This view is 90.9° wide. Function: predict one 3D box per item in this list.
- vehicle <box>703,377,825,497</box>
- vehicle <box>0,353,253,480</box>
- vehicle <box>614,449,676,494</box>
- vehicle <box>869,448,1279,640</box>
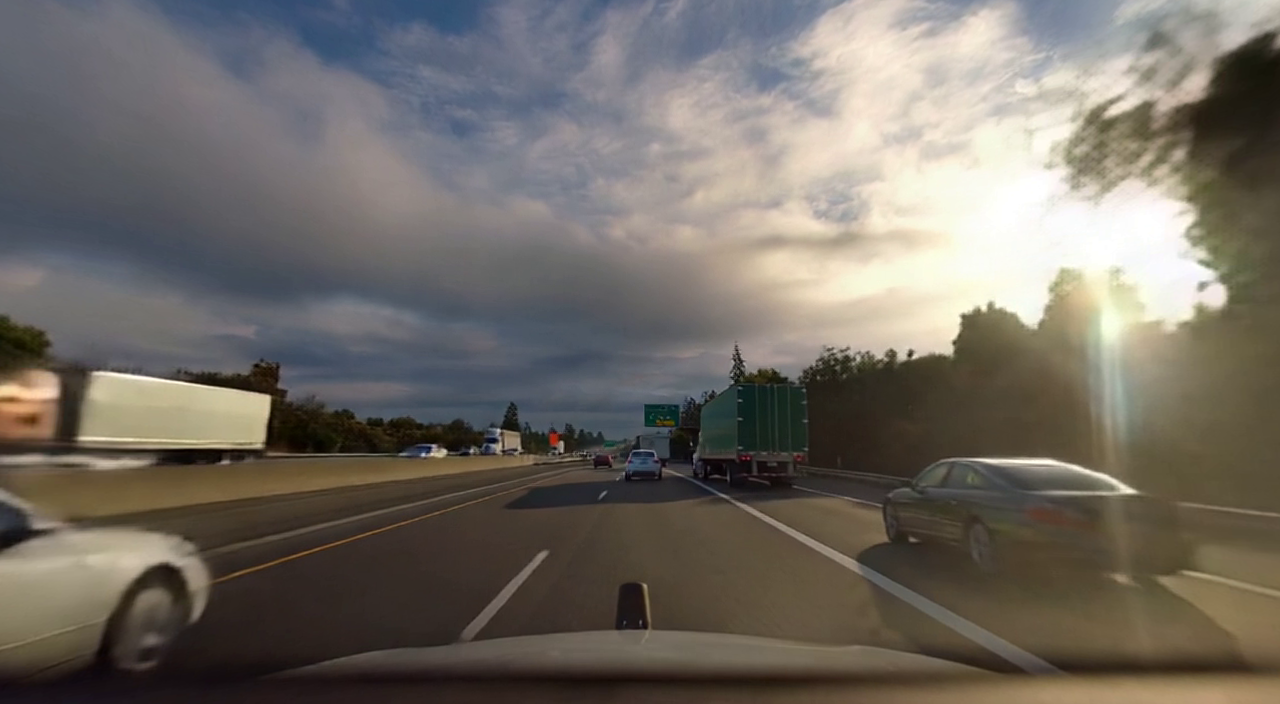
[{"bbox_3d":[4.863,3.943,28.237,2.877,4.035,13.897,0,-9,1],"label":"vehicle"},{"bbox_3d":[-19.759,2.738,23.791,2.806,3.616,11.656,0,-9,0],"label":"vehicle"},{"bbox_3d":[0.162,4.404,23.622,2.089,1.516,4.191,0,-9,0],"label":"vehicle"},{"bbox_3d":[4.340,1.760,6.881,2.037,1.377,4.407,0,-9,0],"label":"vehicle"}]
